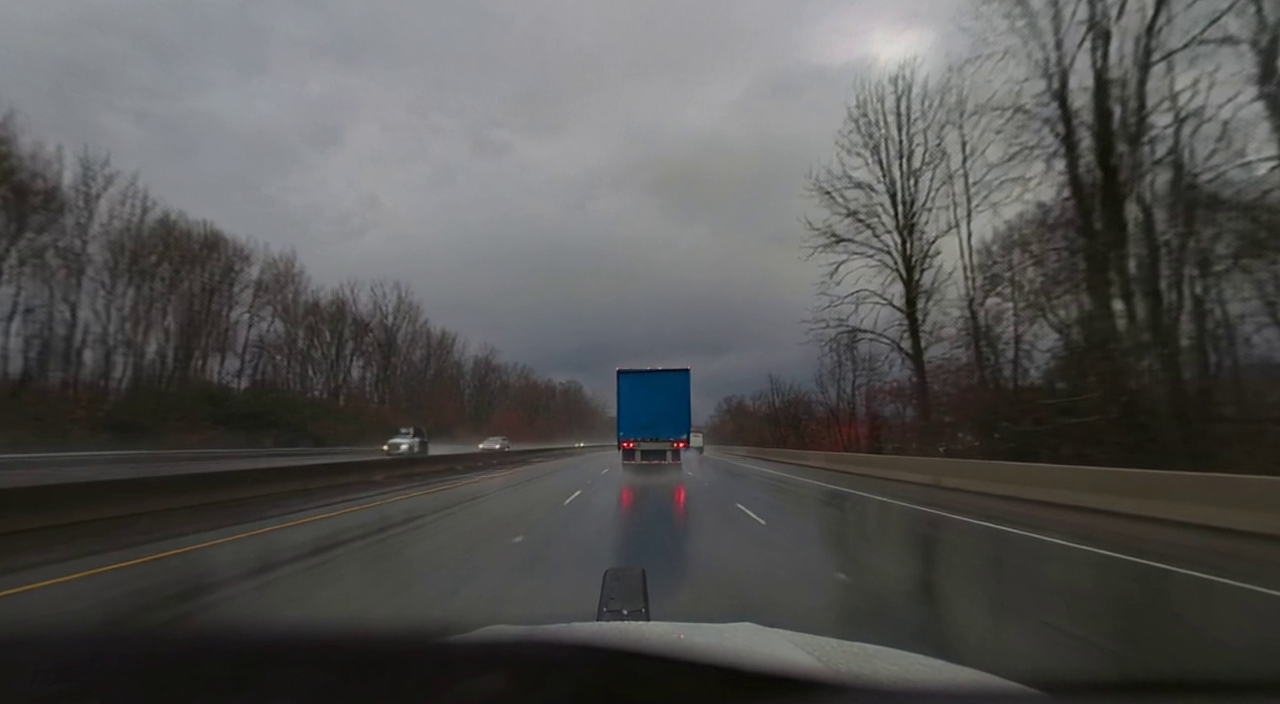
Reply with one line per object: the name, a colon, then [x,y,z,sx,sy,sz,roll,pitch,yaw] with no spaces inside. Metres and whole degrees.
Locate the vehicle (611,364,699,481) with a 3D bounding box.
vehicle: [0.566,3.179,26.930,3.010,4.039,10.481,0,-8,1]

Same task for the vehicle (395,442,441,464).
vehicle: [-16.880,7.694,47.891,1.847,1.585,4.252,0,-8,1]
